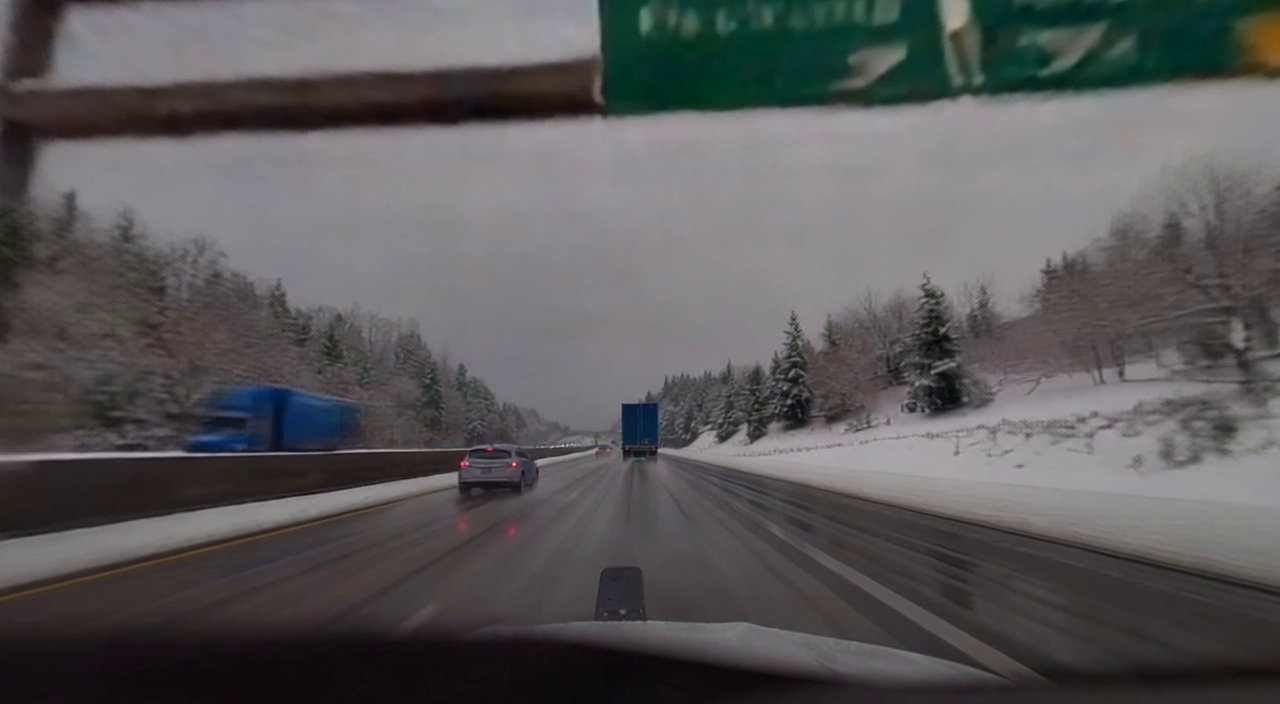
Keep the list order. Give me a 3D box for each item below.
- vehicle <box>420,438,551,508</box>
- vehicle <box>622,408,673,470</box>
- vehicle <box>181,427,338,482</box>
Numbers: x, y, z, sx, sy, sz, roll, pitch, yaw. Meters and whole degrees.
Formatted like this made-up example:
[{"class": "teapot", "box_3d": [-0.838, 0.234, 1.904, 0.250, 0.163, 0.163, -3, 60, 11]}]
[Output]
[{"class": "vehicle", "box_3d": [-3.753, 3.047, 16.424, 2.114, 1.523, 5.110, 0, -9, 0]}, {"class": "vehicle", "box_3d": [0.333, 5.785, 41.475, 2.893, 3.628, 9.081, 0, -9, -2]}, {"class": "vehicle", "box_3d": [-12.549, 3.443, 21.336, 2.111, 1.639, 5.059, 0, -9, 1]}]
